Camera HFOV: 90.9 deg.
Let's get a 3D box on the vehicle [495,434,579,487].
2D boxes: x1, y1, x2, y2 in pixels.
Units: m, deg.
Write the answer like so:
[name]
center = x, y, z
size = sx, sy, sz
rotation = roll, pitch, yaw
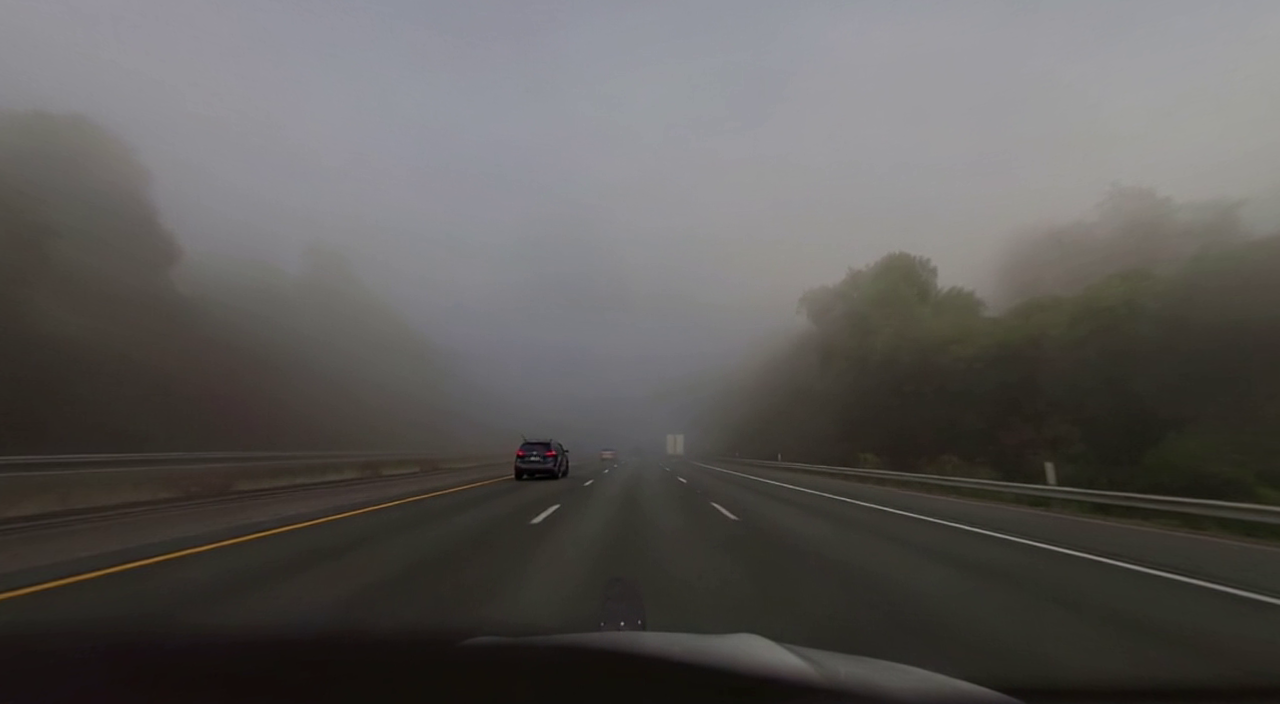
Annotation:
[vehicle]
center = -3.508, 3.799, 22.332
size = 2.108, 1.666, 4.558
rotation = 0, -9, 1
